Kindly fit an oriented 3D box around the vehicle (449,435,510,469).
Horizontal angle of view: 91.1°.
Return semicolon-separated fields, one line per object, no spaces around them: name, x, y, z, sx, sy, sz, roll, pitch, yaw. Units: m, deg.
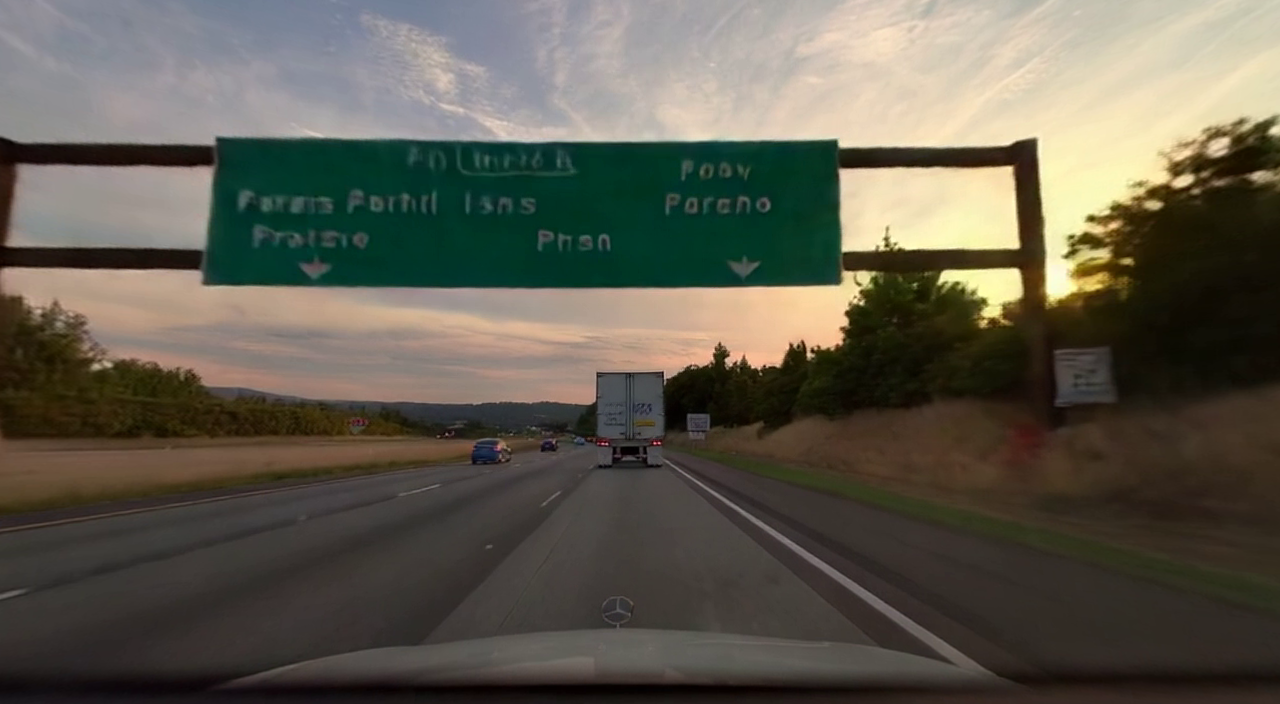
vehicle;-7.355;4.584;29.102;1.856;1.479;3.710;0;-8;0

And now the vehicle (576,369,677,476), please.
vehicle;-0.570;3.222;27.302;3.033;3.223;14.836;3;-8;-1
